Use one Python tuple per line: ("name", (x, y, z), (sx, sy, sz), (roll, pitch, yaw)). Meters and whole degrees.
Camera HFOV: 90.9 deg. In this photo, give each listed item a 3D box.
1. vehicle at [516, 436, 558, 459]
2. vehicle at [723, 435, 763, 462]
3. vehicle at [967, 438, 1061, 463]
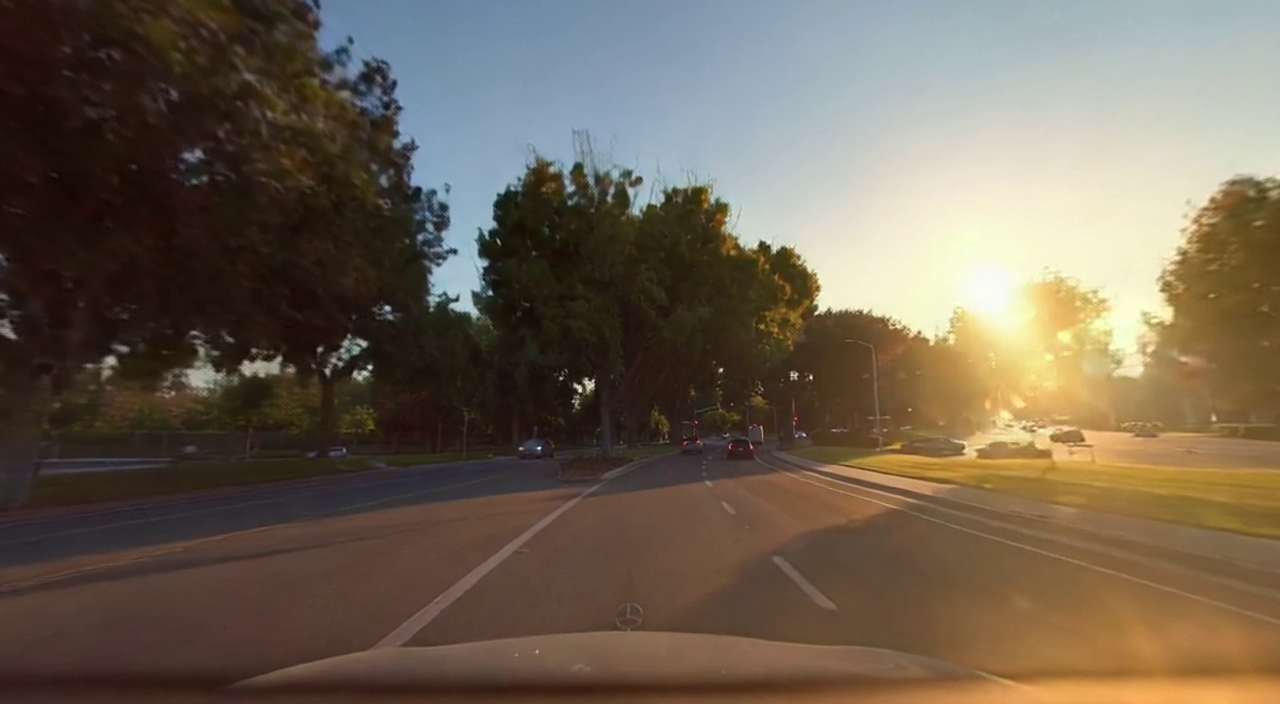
("vehicle", (-8.049, 7.520, 49.730), (1.969, 1.755, 4.518), (-1, -8, 9))
("vehicle", (5.975, 5.626, 36.927), (1.989, 1.497, 4.436), (-1, -8, 5))
("vehicle", (23.269, 6.125, 39.390), (4.322, 1.467, 2.457), (0, -8, -1))
